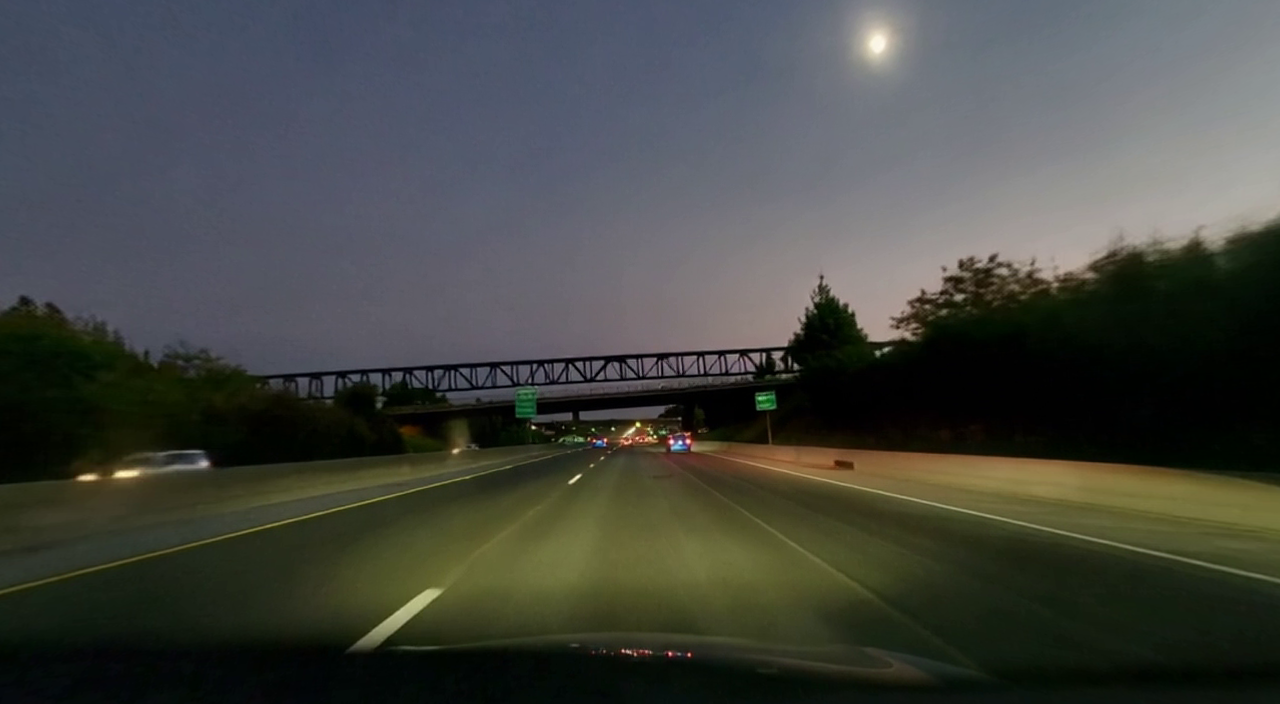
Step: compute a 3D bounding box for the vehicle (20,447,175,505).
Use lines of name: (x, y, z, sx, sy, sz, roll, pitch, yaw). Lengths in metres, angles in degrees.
vehicle: (-20.133, 4.573, 23.719, 1.933, 1.867, 4.408, 0, -8, -1)
